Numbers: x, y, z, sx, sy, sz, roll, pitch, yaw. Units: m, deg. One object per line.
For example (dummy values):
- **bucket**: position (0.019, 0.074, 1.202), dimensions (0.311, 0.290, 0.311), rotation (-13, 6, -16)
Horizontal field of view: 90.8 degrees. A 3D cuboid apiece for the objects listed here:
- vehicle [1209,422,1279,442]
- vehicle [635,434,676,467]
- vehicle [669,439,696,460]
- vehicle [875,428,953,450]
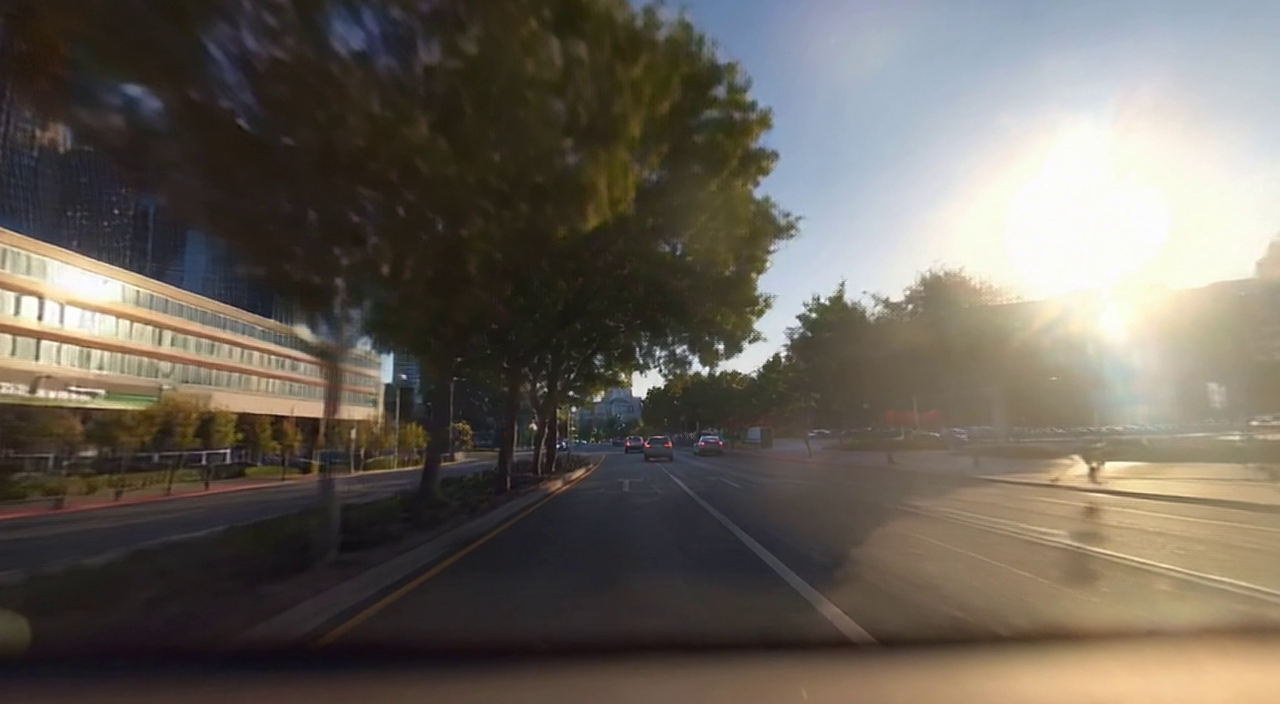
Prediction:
- **vehicle**: position (47.136, 6.216, 48.903), dimensions (1.822, 1.462, 4.473), rotation (-3, -8, -3)
- **vehicle**: position (0.884, 5.363, 34.484), dimensions (2.100, 1.683, 4.231), rotation (-1, -8, 2)
- **vehicle**: position (3.086, 7.191, 46.537), dimensions (1.685, 1.441, 3.795), rotation (0, -8, -1)
- **vehicle**: position (19.723, 6.298, 45.619), dimensions (4.619, 1.447, 2.054), rotation (0, -8, -1)
